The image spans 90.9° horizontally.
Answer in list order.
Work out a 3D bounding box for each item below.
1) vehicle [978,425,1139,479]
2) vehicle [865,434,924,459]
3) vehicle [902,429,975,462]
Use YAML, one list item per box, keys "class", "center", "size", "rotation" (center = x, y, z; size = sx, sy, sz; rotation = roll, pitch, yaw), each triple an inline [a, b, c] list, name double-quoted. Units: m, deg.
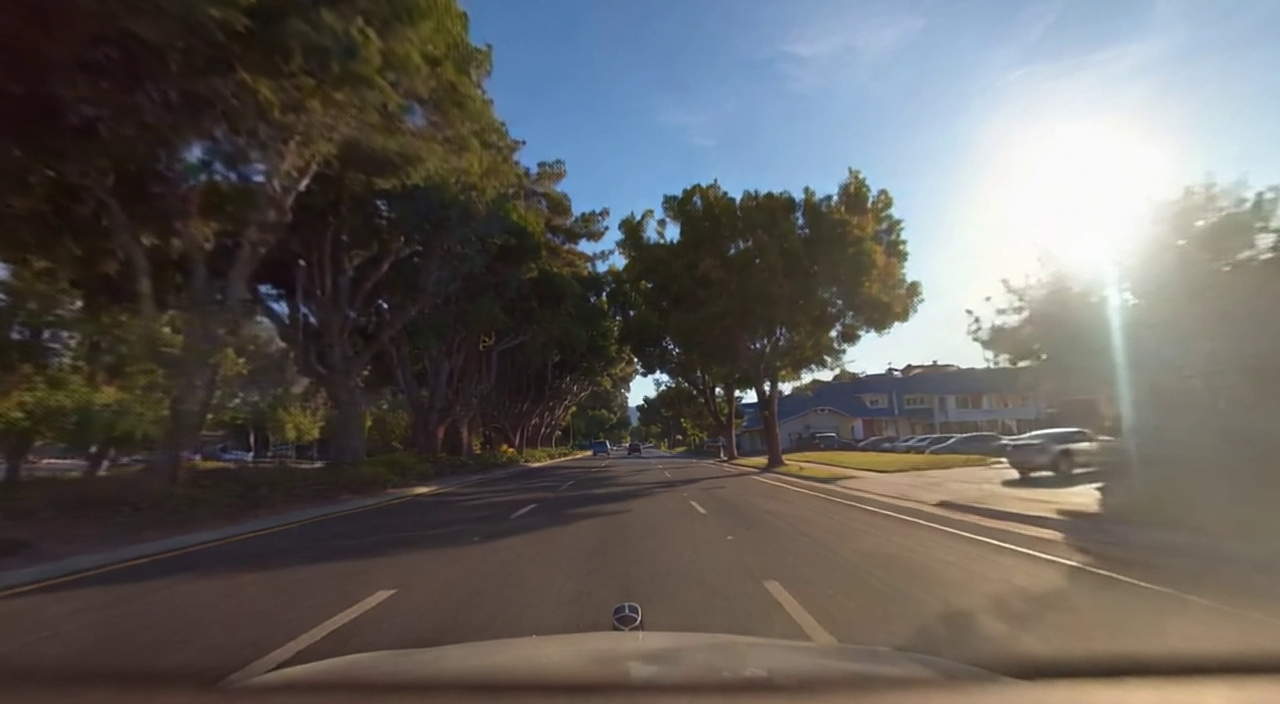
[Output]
- class: "vehicle"
  center: [12.604, 2.997, 18.945]
  size: [4.630, 1.461, 1.817]
  rotation: [4, -9, -26]
- class: "vehicle"
  center: [16.394, 6.161, 40.882]
  size: [1.968, 1.511, 4.497]
  rotation: [0, -9, 0]
- class: "vehicle"
  center: [16.342, 5.144, 34.769]
  size: [2.046, 1.714, 4.199]
  rotation: [0, -8, 1]
